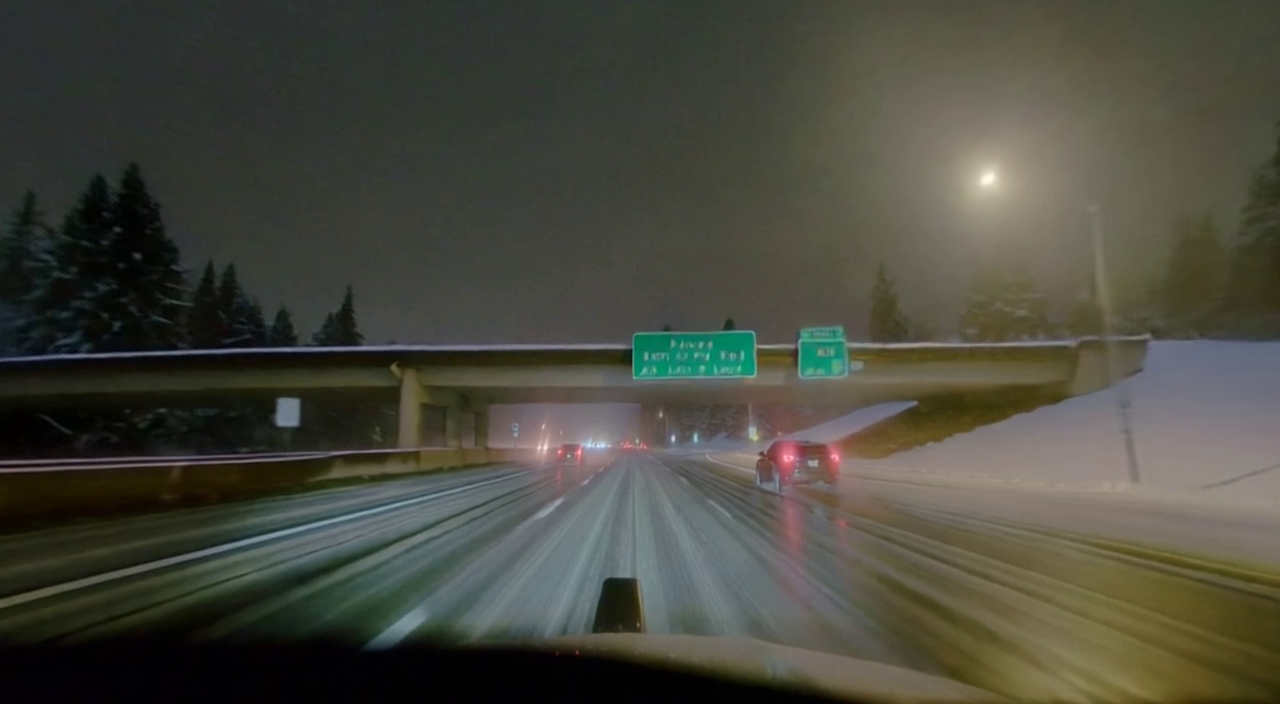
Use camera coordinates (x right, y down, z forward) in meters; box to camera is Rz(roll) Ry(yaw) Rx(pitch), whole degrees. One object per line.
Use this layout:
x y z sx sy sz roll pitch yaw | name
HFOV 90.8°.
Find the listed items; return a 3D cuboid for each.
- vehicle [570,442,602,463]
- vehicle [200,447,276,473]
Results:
-4.038 7.624 48.074 2.091 1.544 4.409 0 -8 0 | vehicle
-24.760 6.636 39.080 1.917 1.522 4.179 0 -8 1 | vehicle
